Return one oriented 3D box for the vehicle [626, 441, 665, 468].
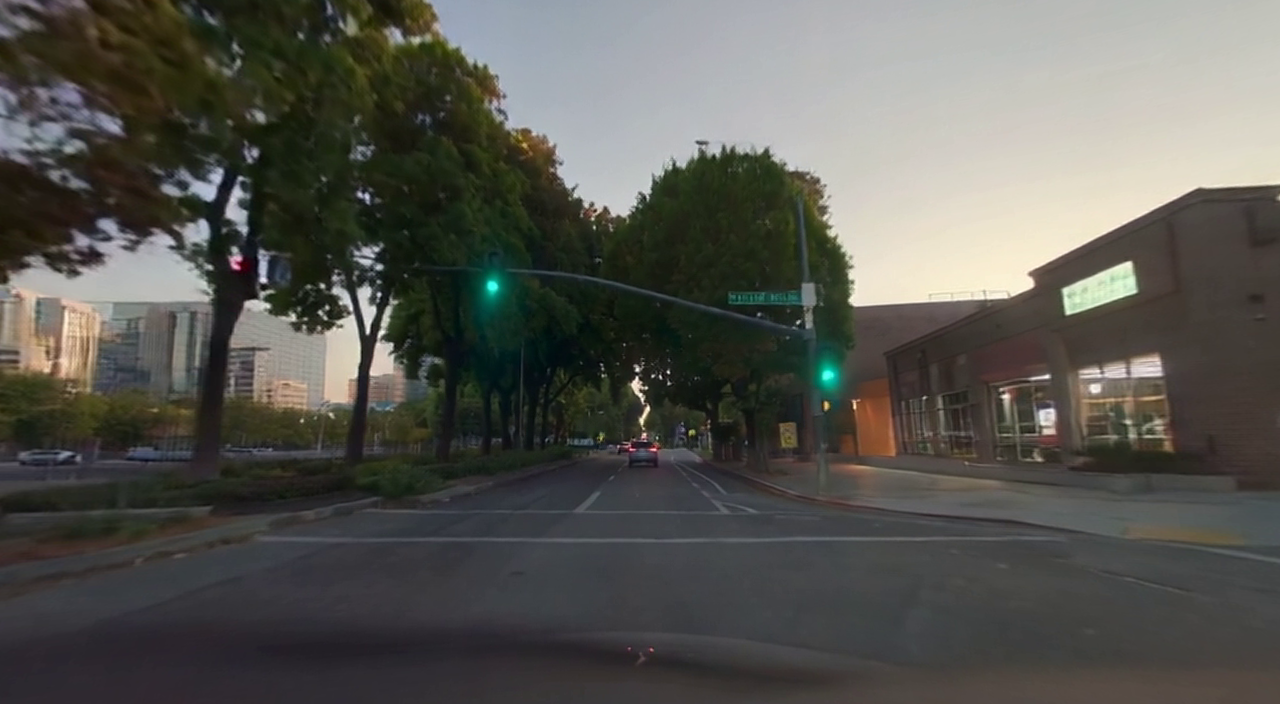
[{"bbox_3d":[0.328,5.944,36.689,2.115,1.461,3.976,0,-8,1],"label":"vehicle"}]
